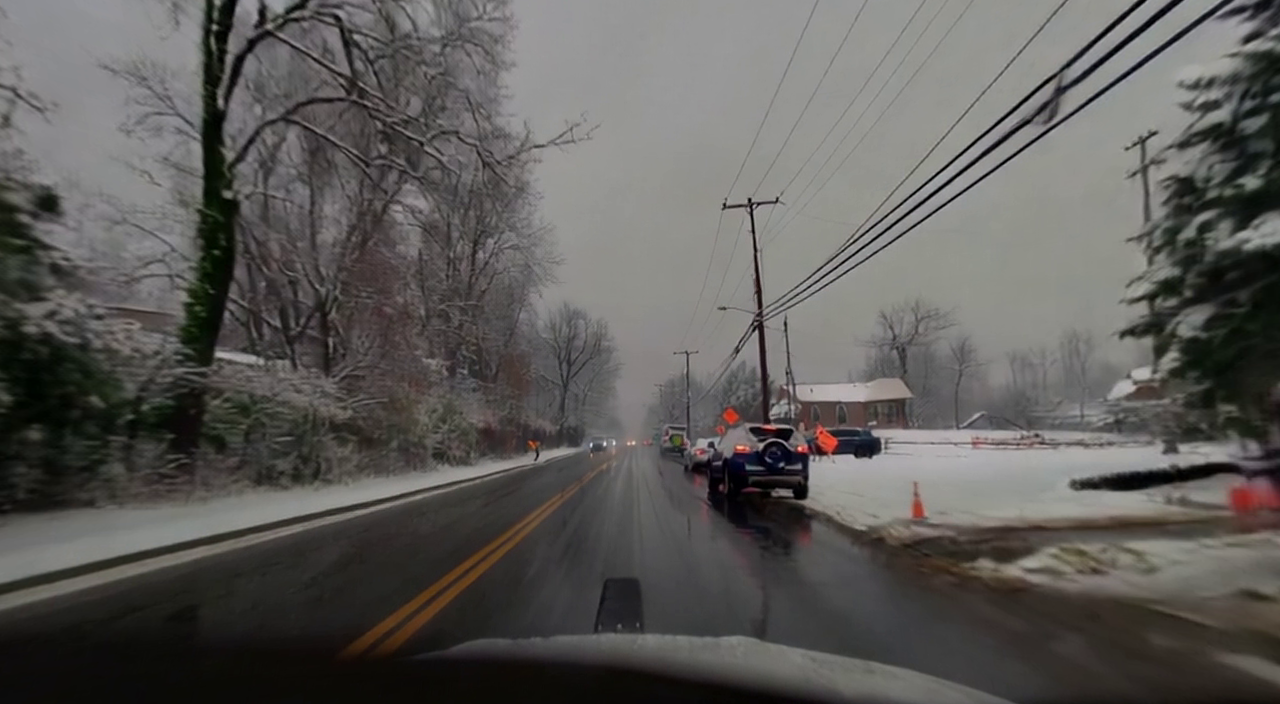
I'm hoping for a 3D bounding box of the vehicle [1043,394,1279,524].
[{"bbox_3d":[8.883,1.513,9.163,4.501,1.643,2.185,0,-8,3],"label":"vehicle"}]

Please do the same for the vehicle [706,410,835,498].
[{"bbox_3d":[3.166,2.627,16.576,2.293,1.957,4.934,0,-8,0],"label":"vehicle"}]

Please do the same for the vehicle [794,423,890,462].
[{"bbox_3d":[11.118,5.015,35.090,4.633,2.059,2.050,0,-8,2],"label":"vehicle"}]
